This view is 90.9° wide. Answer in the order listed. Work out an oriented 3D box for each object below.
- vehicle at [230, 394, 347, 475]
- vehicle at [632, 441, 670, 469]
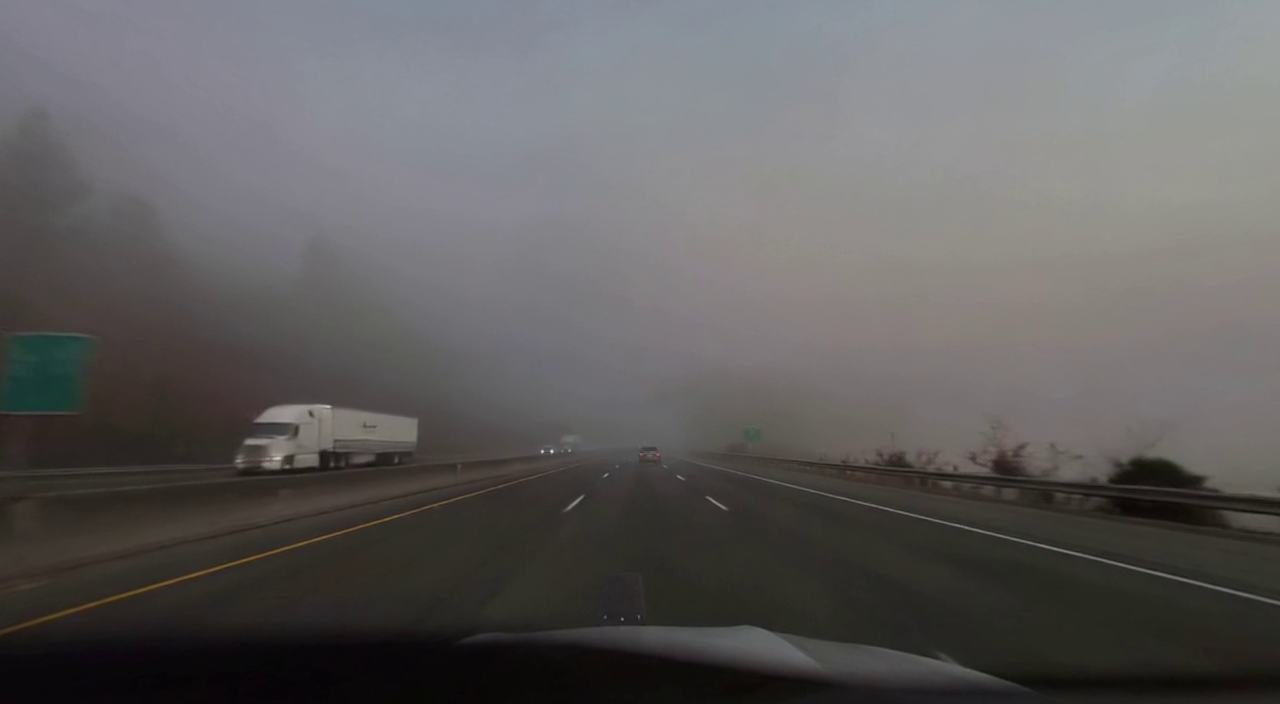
[{"bbox_3d":[-19.506,4.706,35.504,2.990,4.168,5.864,0,-9,1],"label":"vehicle"},{"bbox_3d":[0.632,6.412,39.381,2.231,1.652,4.503,0,-9,-1],"label":"vehicle"}]
